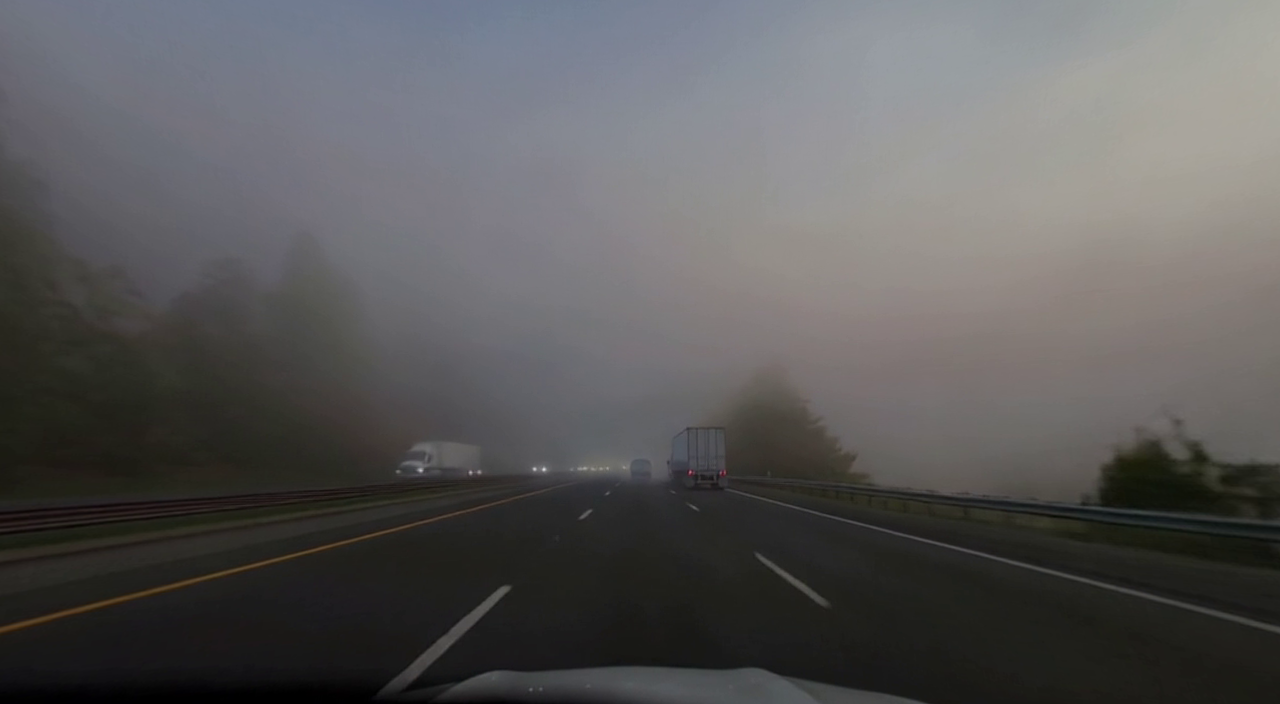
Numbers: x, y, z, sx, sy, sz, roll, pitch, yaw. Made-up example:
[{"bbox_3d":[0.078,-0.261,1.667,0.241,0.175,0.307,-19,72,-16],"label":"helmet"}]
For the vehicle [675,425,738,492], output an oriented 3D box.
[{"bbox_3d":[4.470,7.818,45.571,3.139,3.999,13.840,1,-11,0],"label":"vehicle"}]
